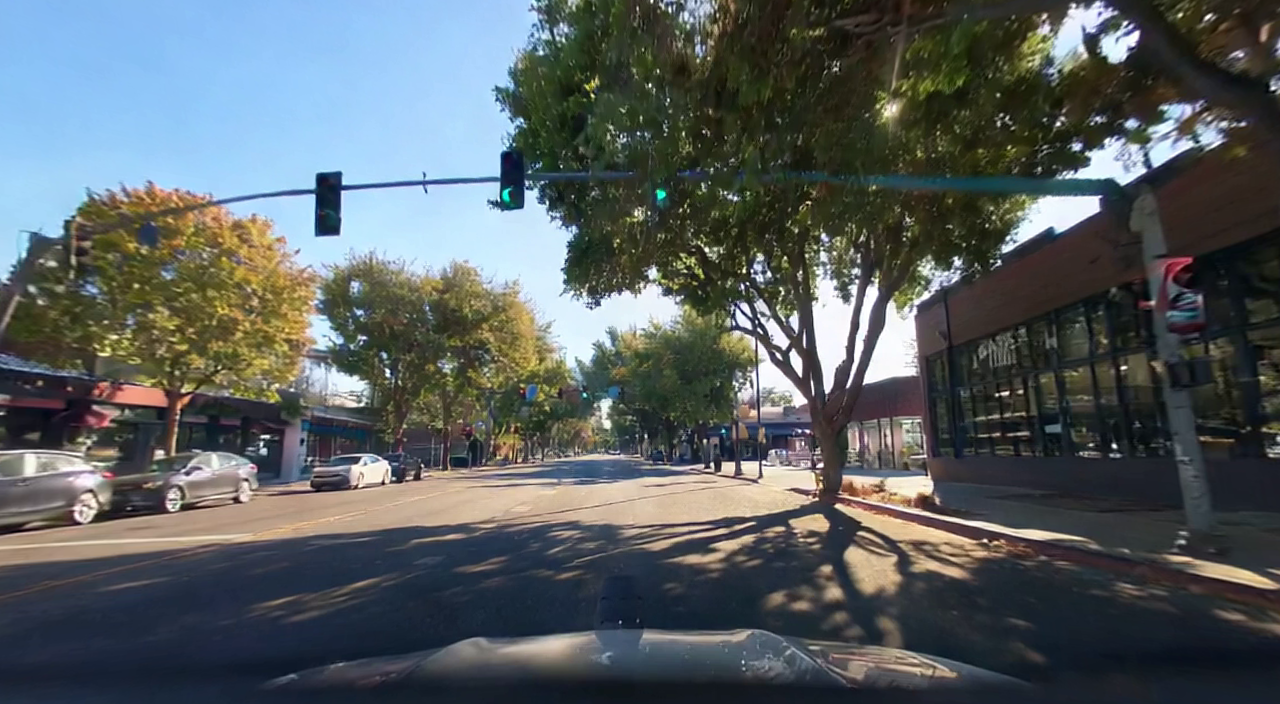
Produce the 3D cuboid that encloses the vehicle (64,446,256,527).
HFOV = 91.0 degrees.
[{"bbox_3d":[-11.967,3.332,16.124,1.894,1.630,4.083,-4,-9,-3],"label":"vehicle"}]

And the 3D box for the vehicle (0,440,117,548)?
[{"bbox_3d":[-11.505,2.331,10.331,1.996,1.760,4.635,0,-9,-3],"label":"vehicle"}]

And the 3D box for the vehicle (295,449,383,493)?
[{"bbox_3d":[-12.542,4.940,26.481,1.923,1.706,3.802,0,-9,-3],"label":"vehicle"}]
